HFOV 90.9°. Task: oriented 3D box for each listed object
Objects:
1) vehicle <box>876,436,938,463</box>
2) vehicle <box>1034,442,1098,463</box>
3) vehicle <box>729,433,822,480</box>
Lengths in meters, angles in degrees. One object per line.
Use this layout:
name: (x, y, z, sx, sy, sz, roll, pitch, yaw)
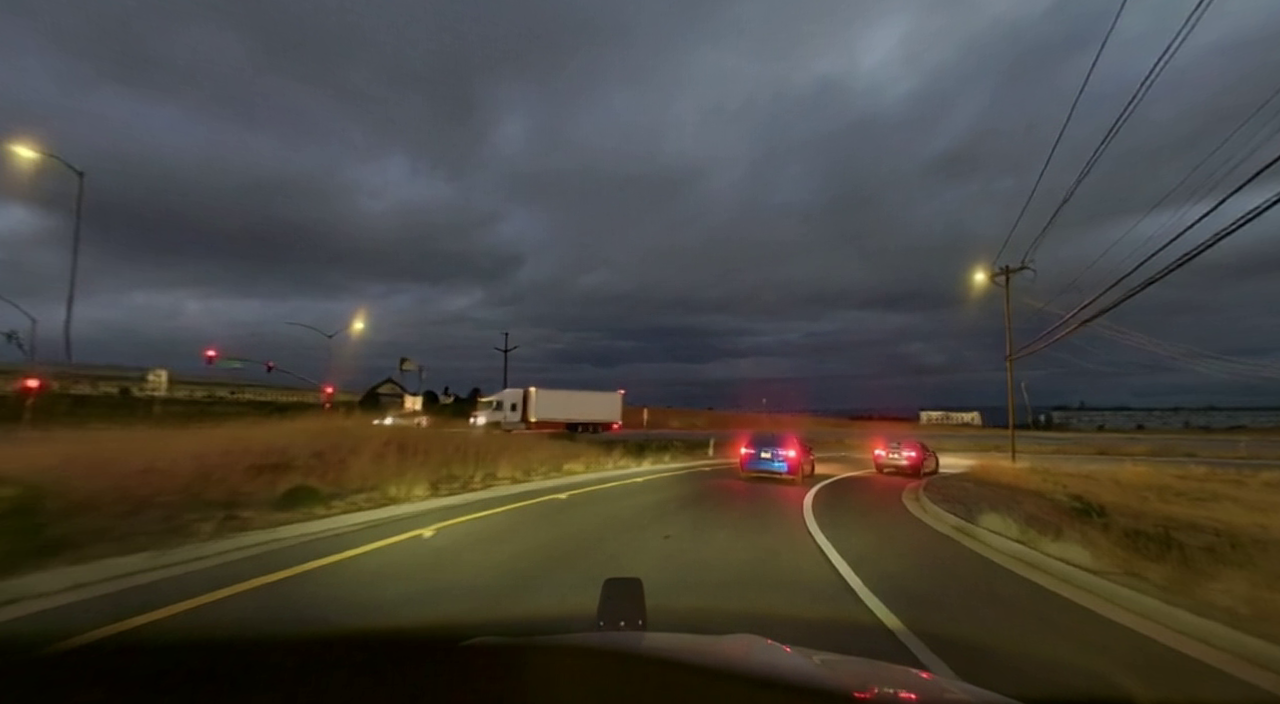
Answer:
vehicle: (15.805, 5.723, 37.213, 1.836, 1.465, 4.307, -8, -12, 44)
vehicle: (31.655, 7.436, 46.834, 4.102, 1.552, 1.931, 4, -9, -23)
vehicle: (4.704, 3.501, 21.470, 2.026, 1.407, 4.374, -4, -9, 26)
